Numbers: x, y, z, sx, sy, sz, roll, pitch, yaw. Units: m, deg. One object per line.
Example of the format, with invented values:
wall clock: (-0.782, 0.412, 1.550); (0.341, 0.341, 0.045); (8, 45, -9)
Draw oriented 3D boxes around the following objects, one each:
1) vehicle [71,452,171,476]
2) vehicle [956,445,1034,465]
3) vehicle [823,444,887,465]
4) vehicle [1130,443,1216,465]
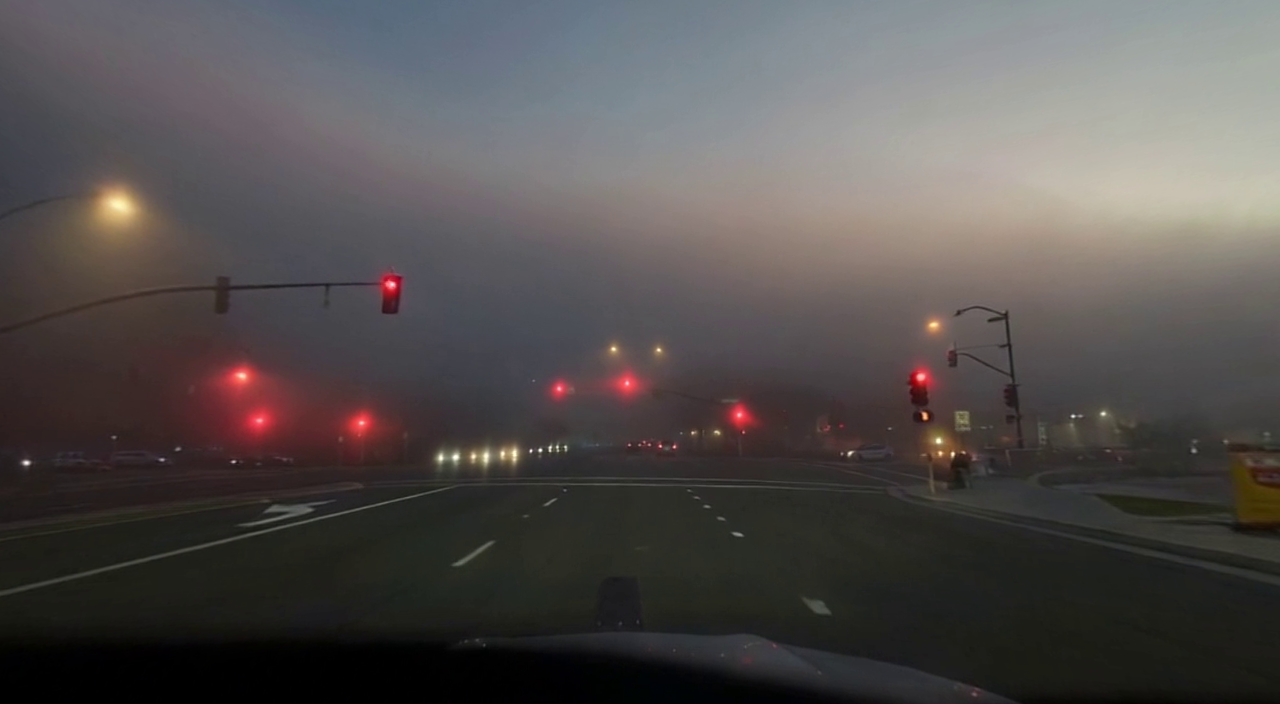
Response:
vehicle: (-33.354, 7.223, 40.695); (4.758, 1.462, 1.932); (0, -9, 2)
vehicle: (26.534, 7.696, 47.371); (4.634, 1.468, 1.981); (0, -9, 0)
vehicle: (16.439, 7.838, 48.393); (4.301, 1.533, 1.848); (-1, -9, 8)
vehicle: (39.875, 7.612, 47.339); (4.600, 1.609, 2.008); (0, -9, 0)
